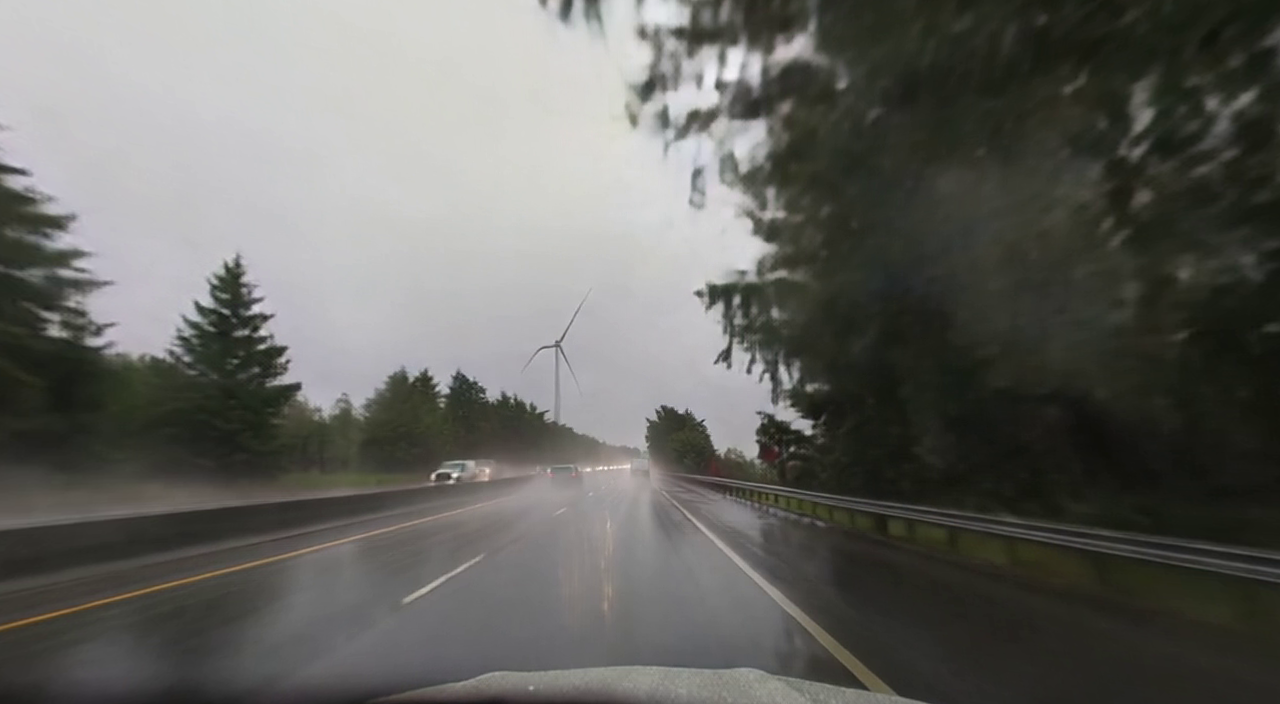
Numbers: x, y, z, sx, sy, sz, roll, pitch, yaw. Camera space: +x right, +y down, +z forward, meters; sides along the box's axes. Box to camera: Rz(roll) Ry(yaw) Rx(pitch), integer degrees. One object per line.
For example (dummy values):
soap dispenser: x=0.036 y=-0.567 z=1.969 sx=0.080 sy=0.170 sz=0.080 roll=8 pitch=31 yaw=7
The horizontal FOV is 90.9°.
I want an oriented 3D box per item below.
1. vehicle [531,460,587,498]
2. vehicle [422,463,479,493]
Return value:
vehicle: x=-3.943 y=6.317 z=31.467 sx=2.124 sy=1.705 sz=4.440 roll=1 pitch=-11 yaw=1
vehicle: x=-12.497 y=8.343 z=41.906 sx=2.064 sy=1.818 sz=5.180 roll=0 pitch=-11 yaw=1
